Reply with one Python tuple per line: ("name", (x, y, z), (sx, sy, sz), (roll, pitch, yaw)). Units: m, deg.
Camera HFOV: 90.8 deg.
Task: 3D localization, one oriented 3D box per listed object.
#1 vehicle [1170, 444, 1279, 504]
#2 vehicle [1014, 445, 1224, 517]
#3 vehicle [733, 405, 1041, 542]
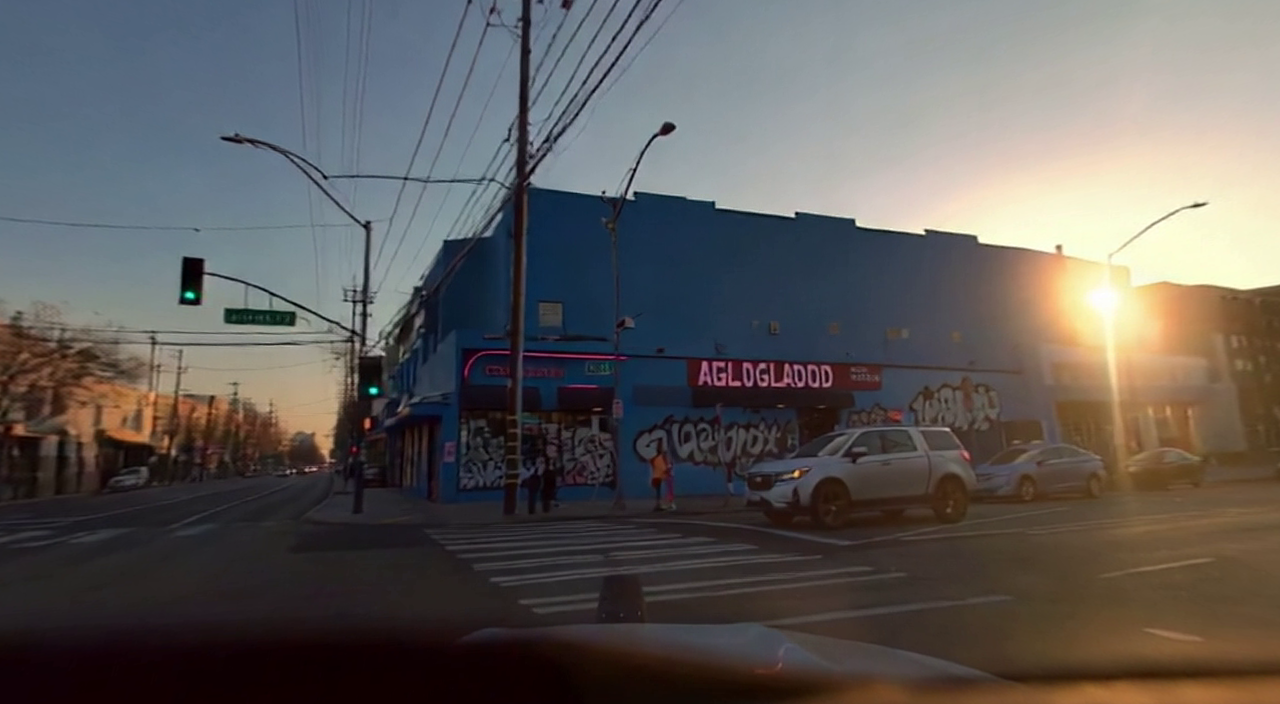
("vehicle", (17.775, 3.422, 18.143), (4.619, 1.511, 2.010), (4, -9, -25))
("vehicle", (11.367, 2.942, 14.966), (4.672, 1.459, 1.938), (4, -9, -26))
("vehicle", (4.451, 2.085, 11.425), (4.970, 1.972, 2.372), (4, -10, -27))
